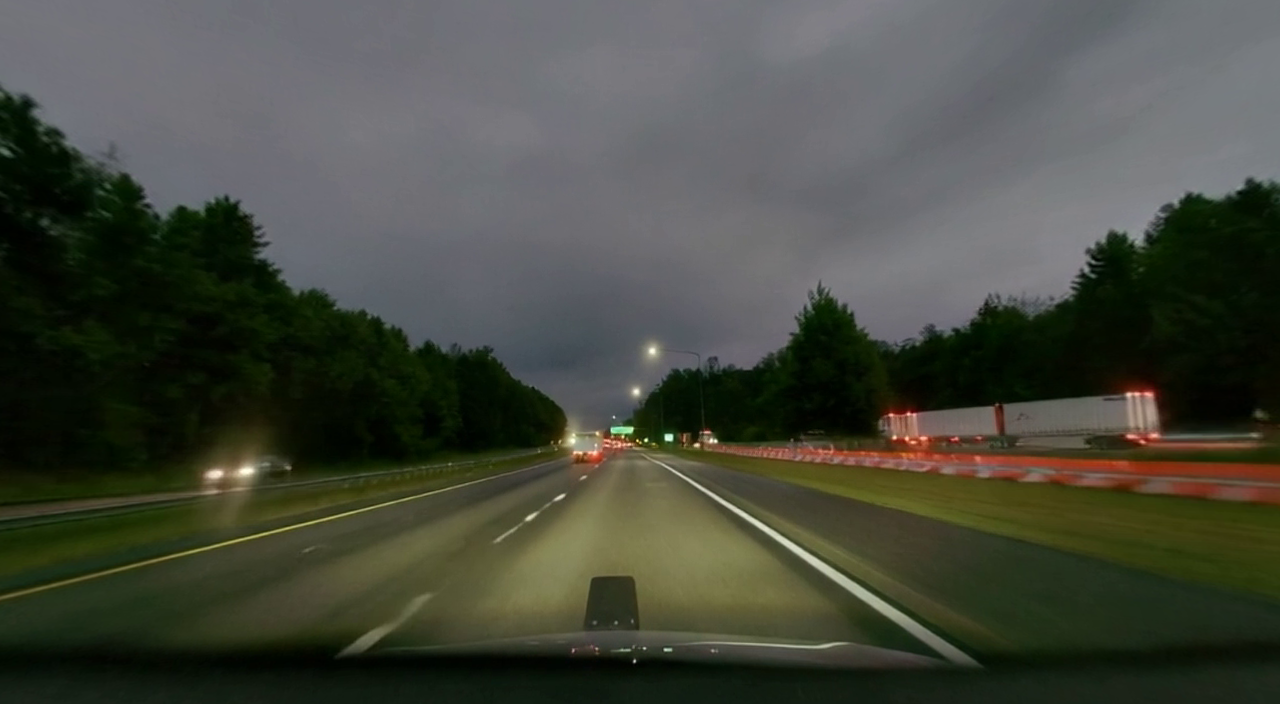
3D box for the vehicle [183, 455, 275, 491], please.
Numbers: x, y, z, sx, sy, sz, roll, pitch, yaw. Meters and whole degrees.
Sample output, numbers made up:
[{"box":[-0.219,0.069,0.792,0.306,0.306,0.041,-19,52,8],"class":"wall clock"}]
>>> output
[{"box":[-18.633,5.466,28.736,1.767,1.417,3.749,0,-8,-2],"class":"vehicle"}]
